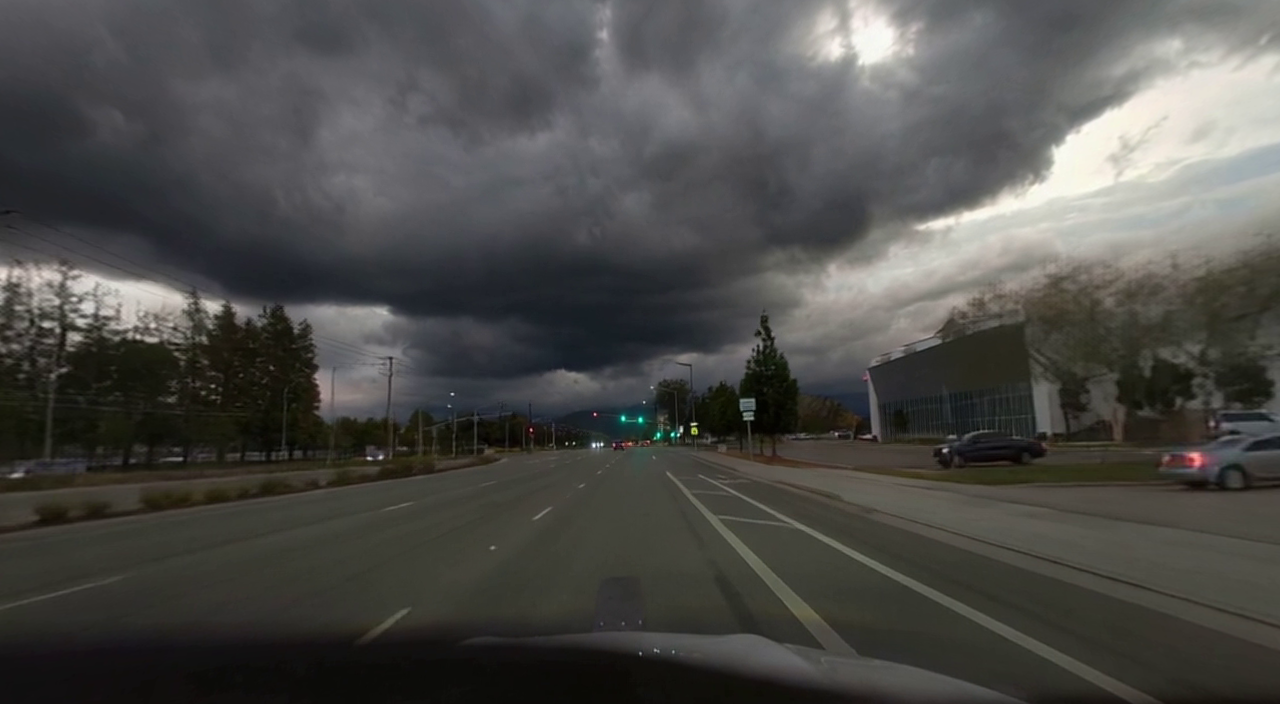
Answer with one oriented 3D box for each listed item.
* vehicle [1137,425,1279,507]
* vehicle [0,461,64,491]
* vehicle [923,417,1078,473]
[{"bbox_3d":[14.564,2.541,14.597,4.388,1.446,1.808,-6,-7,2],"label":"vehicle"},{"bbox_3d":[-35.816,7.016,35.816,1.917,1.479,4.462,0,-8,0],"label":"vehicle"},{"bbox_3d":[14.041,3.656,24.830,4.702,1.853,2.069,-3,-8,2],"label":"vehicle"}]
